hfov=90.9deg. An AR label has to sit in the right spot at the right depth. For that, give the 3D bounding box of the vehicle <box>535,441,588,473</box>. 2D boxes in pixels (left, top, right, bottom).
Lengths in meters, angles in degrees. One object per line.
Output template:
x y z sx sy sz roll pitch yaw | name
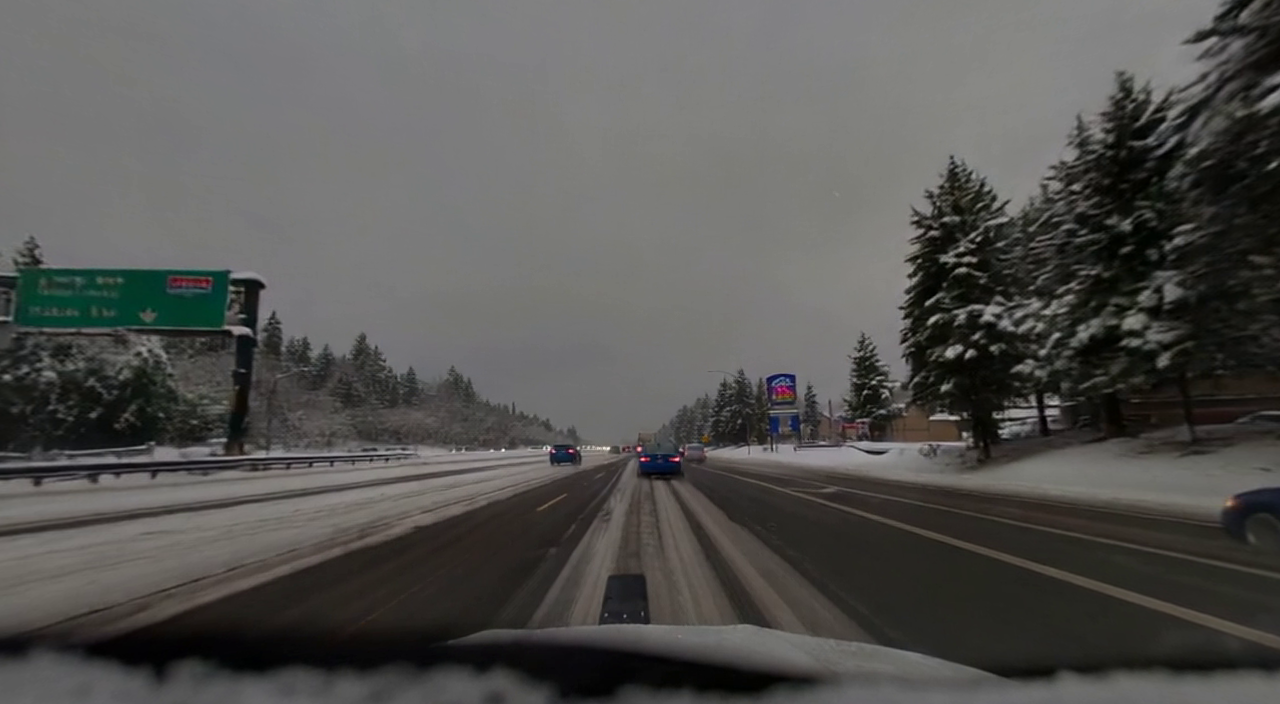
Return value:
-4.000 5.427 32.868 2.047 1.497 4.208 0 -8 2 | vehicle

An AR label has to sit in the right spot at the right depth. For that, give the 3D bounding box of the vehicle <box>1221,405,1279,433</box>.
35.448 3.728 34.927 1.781 1.456 4.462 7 -10 -38 | vehicle

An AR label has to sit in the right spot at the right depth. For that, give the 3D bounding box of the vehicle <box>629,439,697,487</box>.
0.754 3.772 21.780 2.113 1.464 4.073 0 -8 1 | vehicle

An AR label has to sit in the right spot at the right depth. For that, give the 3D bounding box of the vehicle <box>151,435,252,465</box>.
-25.148 5.643 36.464 1.948 1.623 5.279 0 -8 2 | vehicle

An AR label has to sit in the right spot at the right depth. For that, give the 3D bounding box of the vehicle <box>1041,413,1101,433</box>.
33.417 5.542 49.038 1.782 1.506 3.935 0 -8 -2 | vehicle
